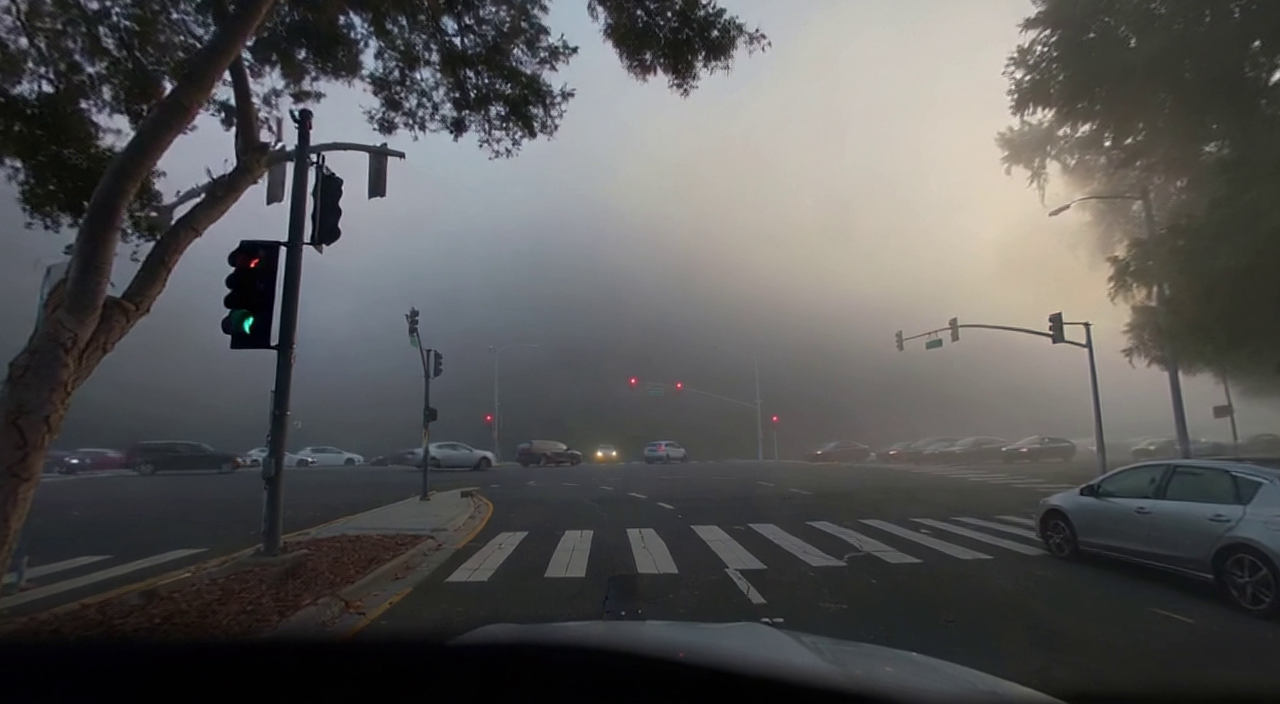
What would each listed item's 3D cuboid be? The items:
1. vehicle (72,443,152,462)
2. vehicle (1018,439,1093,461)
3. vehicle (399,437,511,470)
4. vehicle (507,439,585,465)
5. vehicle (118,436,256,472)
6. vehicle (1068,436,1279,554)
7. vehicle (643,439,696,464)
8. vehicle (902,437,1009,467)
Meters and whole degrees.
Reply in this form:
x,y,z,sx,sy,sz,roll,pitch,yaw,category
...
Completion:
x,y,z,sx,sy,sz,roll,pitch,yaw,category
-40.540,7.732,48.594,4.345,1.426,1.722,2,-9,-8,vehicle
29.452,6.948,44.797,4.533,1.471,1.772,2,-9,-15,vehicle
-8.976,4.918,30.785,4.849,1.476,1.935,5,-10,-31,vehicle
-5.831,6.273,39.826,1.922,1.485,4.912,-7,-11,37,vehicle
-20.075,4.534,28.236,4.580,1.472,1.891,3,-9,-21,vehicle
9.283,2.155,9.839,1.993,1.505,4.721,3,-9,0,vehicle
2.077,6.789,43.220,1.896,1.544,4.331,-5,-10,29,vehicle
16.275,5.175,32.832,1.962,1.468,4.516,6,-10,-34,vehicle
